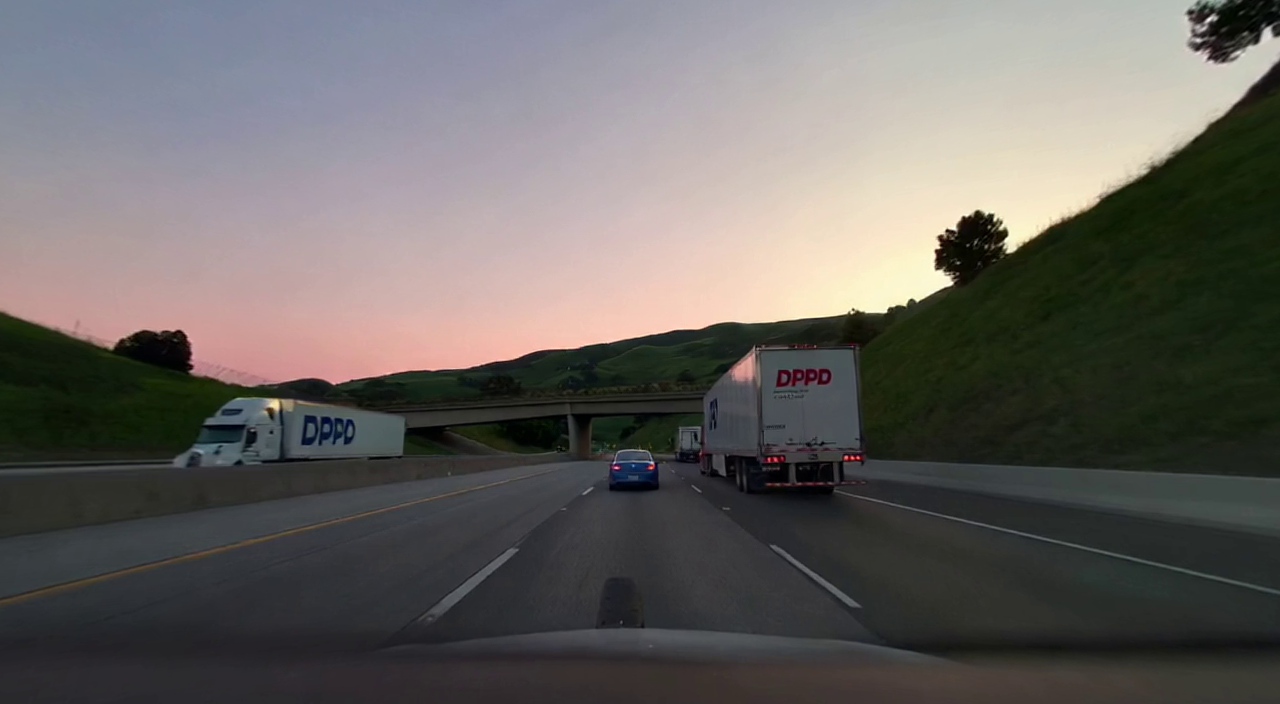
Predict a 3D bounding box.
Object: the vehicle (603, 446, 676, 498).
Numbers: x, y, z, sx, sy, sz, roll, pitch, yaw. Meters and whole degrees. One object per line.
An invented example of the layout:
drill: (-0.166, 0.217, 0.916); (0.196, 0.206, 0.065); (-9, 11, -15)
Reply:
vehicle: (-0.038, 3.655, 19.574); (2.029, 1.437, 3.794); (0, -9, 0)

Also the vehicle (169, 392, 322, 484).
vehicle: (-19.036, 4.297, 31.114); (3.018, 4.002, 6.597); (0, -9, 1)

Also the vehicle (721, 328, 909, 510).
vehicle: (4.311, 2.066, 17.904); (2.802, 3.956, 8.291); (0, -9, -1)
